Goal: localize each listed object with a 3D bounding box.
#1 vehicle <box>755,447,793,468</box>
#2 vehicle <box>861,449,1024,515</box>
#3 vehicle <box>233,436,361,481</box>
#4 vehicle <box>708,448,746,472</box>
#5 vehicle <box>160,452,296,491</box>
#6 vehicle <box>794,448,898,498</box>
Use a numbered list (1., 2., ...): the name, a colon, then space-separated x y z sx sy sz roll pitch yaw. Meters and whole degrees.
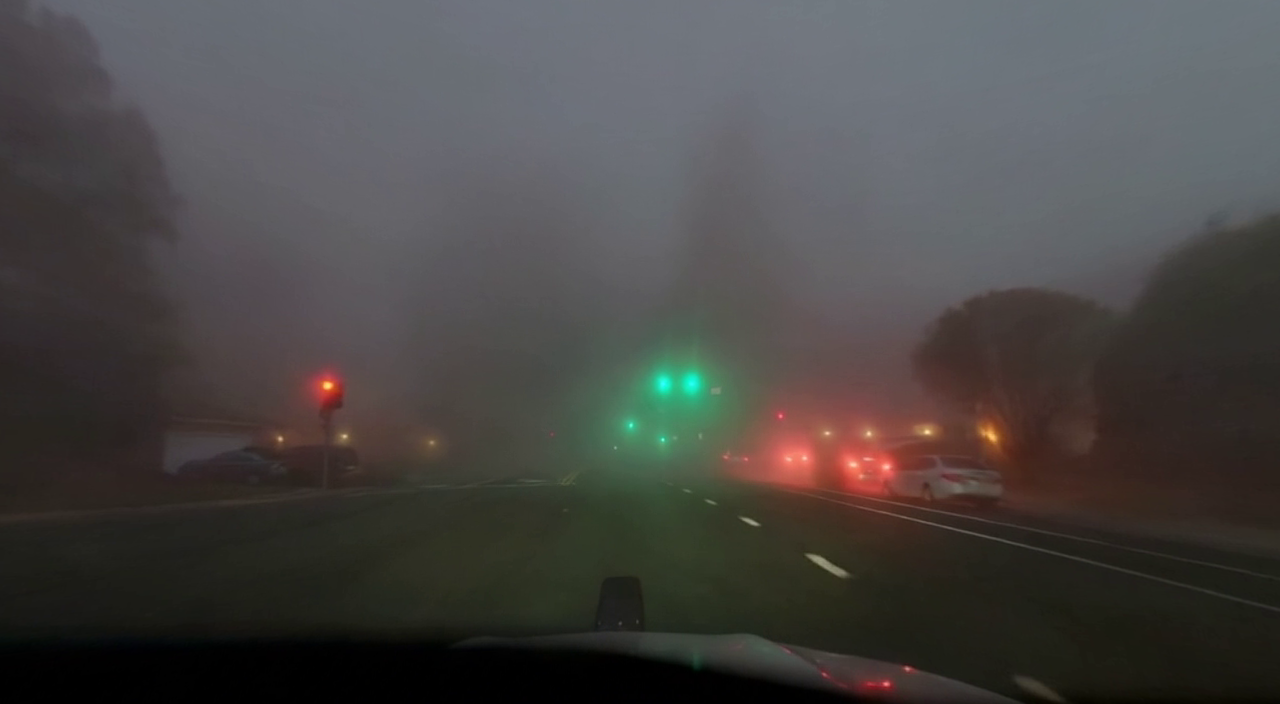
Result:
1. vehicle: 10.203 8.069 48.429 1.925 1.490 4.475 0 -9 1
2. vehicle: 7.830 3.366 16.935 1.951 1.528 4.366 1 -9 -4
3. vehicle: -18.055 5.657 33.520 5.096 2.070 2.687 2 -10 1
4. vehicle: 6.315 7.882 46.320 2.064 1.498 4.877 4 -9 0
5. vehicle: -17.936 5.207 27.694 4.598 1.445 1.973 -2 -9 -1
6. vehicle: 7.355 4.321 23.121 1.934 1.504 4.928 4 -9 -3
